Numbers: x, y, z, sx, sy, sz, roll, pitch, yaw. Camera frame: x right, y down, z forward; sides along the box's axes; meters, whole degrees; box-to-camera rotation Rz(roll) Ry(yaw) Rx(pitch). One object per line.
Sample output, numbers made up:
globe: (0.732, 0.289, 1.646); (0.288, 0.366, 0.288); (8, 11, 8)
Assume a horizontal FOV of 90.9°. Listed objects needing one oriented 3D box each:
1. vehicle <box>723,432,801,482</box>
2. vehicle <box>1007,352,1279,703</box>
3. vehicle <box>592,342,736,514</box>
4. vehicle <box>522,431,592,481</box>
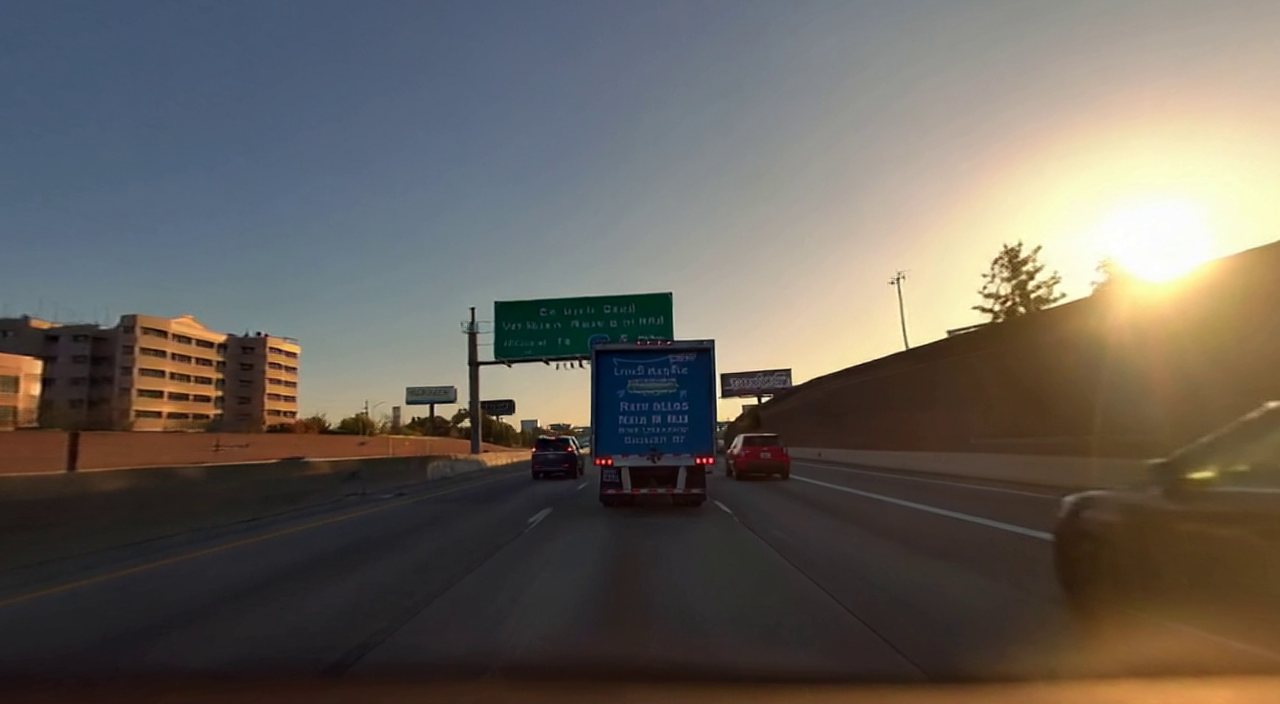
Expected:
vehicle: (4.440, 3.894, 23.709); (2.066, 1.692, 4.339); (0, -8, 0)
vehicle: (3.944, 0.850, 2.826); (1.986, 1.718, 4.296); (0, -8, 0)
vehicle: (0.542, 2.048, 16.470); (2.733, 3.296, 8.571); (0, -8, 1)
vehicle: (-3.140, 4.054, 24.902); (2.030, 1.757, 4.509); (-1, -8, 2)
